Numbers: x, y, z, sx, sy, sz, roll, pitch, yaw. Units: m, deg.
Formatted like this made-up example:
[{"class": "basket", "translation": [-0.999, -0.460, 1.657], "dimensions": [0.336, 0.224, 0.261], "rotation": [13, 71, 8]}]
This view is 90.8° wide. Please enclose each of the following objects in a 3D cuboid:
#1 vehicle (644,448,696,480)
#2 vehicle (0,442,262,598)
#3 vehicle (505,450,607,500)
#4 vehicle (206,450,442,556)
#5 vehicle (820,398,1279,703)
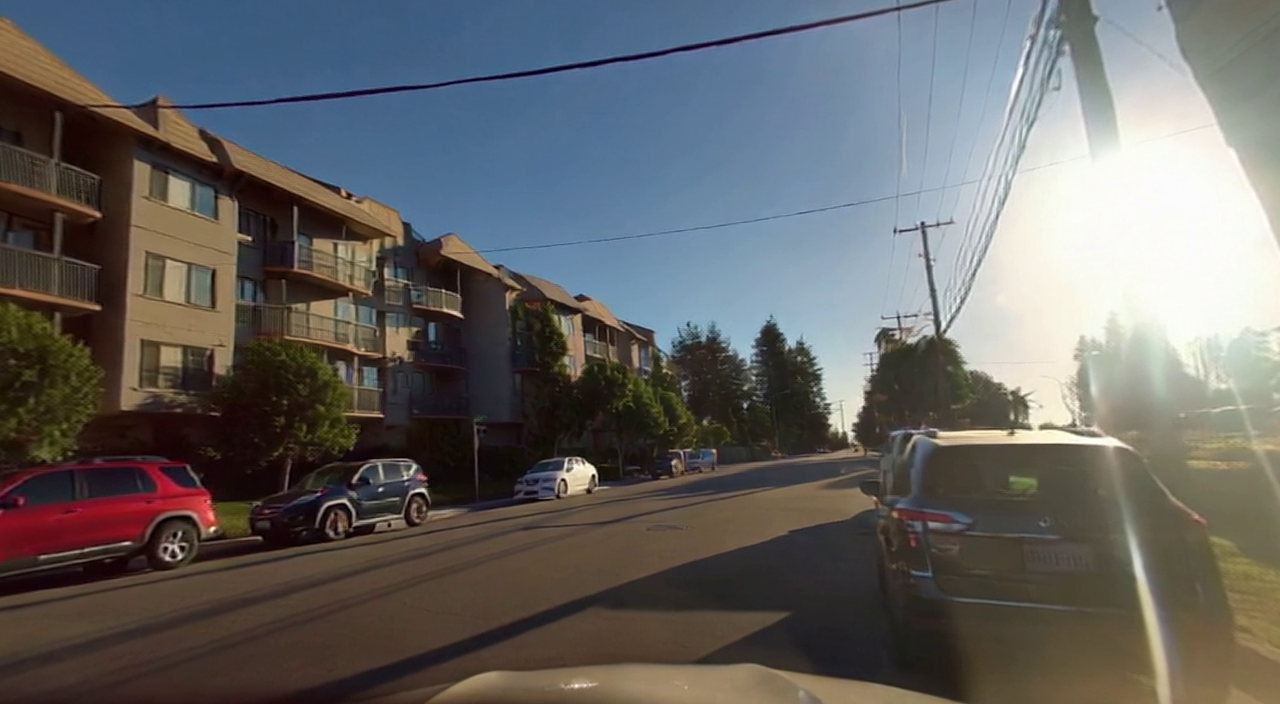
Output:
[{"class": "vehicle", "translation": [1.955, 6.936, 39.551], "dimensions": [2.011, 1.801, 4.676], "rotation": [-3, -9, 19]}, {"class": "vehicle", "translation": [-8.342, 2.346, 8.972], "dimensions": [1.973, 1.848, 5.100], "rotation": [-10, -11, 15]}, {"class": "vehicle", "translation": [-3.221, 4.925, 25.112], "dimensions": [2.017, 1.582, 4.664], "rotation": [-10, -14, 18]}, {"class": "vehicle", "translation": [-6.646, 3.169, 13.956], "dimensions": [2.068, 1.745, 4.579], "rotation": [-10, -11, 15]}, {"class": "vehicle", "translation": [2.648, 1.312, 4.947], "dimensions": [2.030, 1.535, 4.683], "rotation": [-3, -9, 19]}]
